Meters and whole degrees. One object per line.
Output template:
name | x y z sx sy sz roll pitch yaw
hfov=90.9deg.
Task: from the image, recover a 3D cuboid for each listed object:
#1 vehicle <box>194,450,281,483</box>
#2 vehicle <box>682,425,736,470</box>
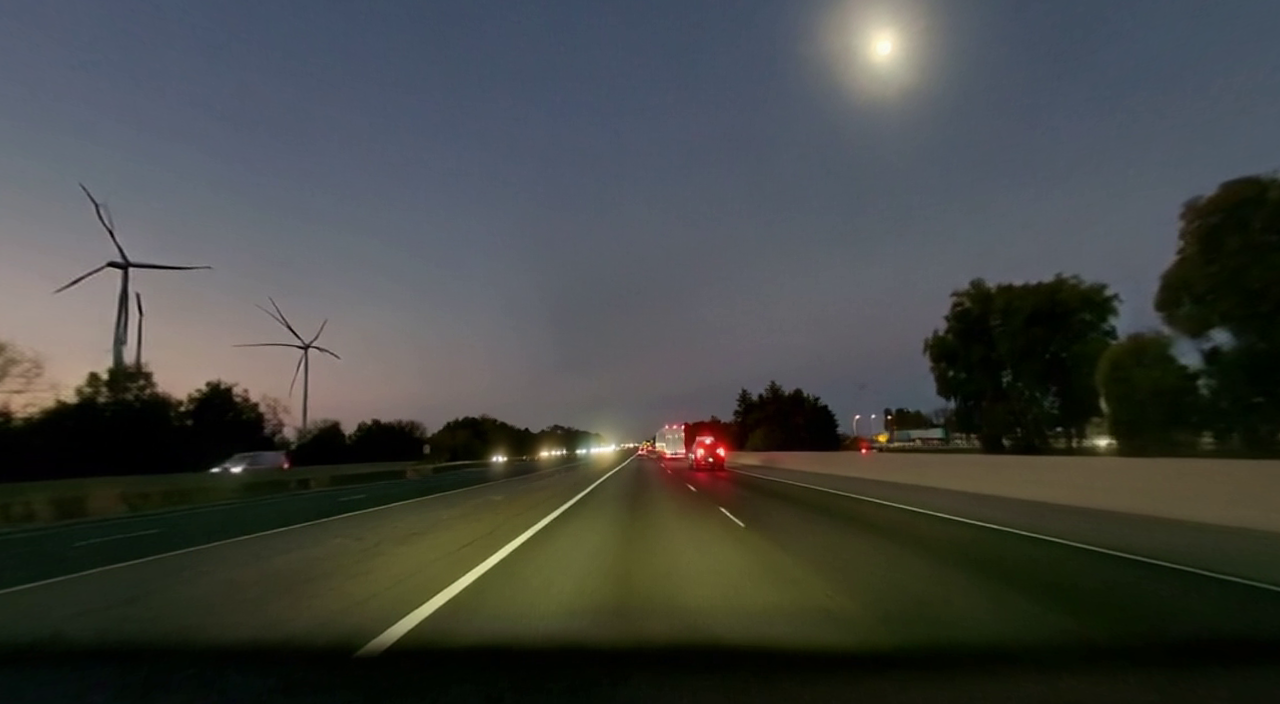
vehicle | -25.761 7.313 40.618 2.071 1.956 5.251 0 -9 1
vehicle | 4.267 6.058 39.872 2.609 2.648 5.397 0 -9 -2
